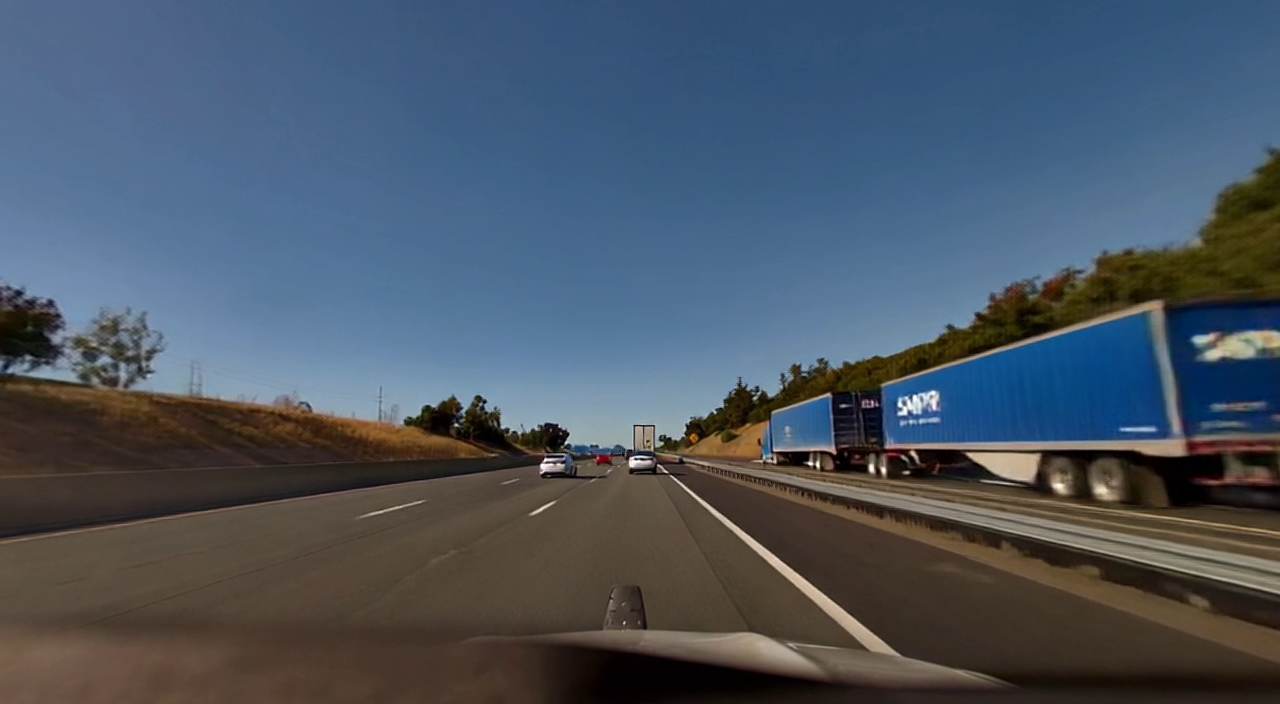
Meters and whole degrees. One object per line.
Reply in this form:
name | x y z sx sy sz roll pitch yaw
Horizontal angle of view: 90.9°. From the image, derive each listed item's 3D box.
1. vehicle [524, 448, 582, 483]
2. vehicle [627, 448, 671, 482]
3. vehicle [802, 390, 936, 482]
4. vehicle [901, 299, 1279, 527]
vehicle | -3.997 5.296 29.599 2.018 1.504 4.431 0 -9 1
vehicle | 0.386 5.345 29.942 1.991 1.507 3.391 0 -9 -1
vehicle | 11.629 4.553 33.443 3.020 4.143 9.468 1 -9 -3
vehicle | 11.721 2.125 18.174 2.926 4.094 13.856 0 -9 2
